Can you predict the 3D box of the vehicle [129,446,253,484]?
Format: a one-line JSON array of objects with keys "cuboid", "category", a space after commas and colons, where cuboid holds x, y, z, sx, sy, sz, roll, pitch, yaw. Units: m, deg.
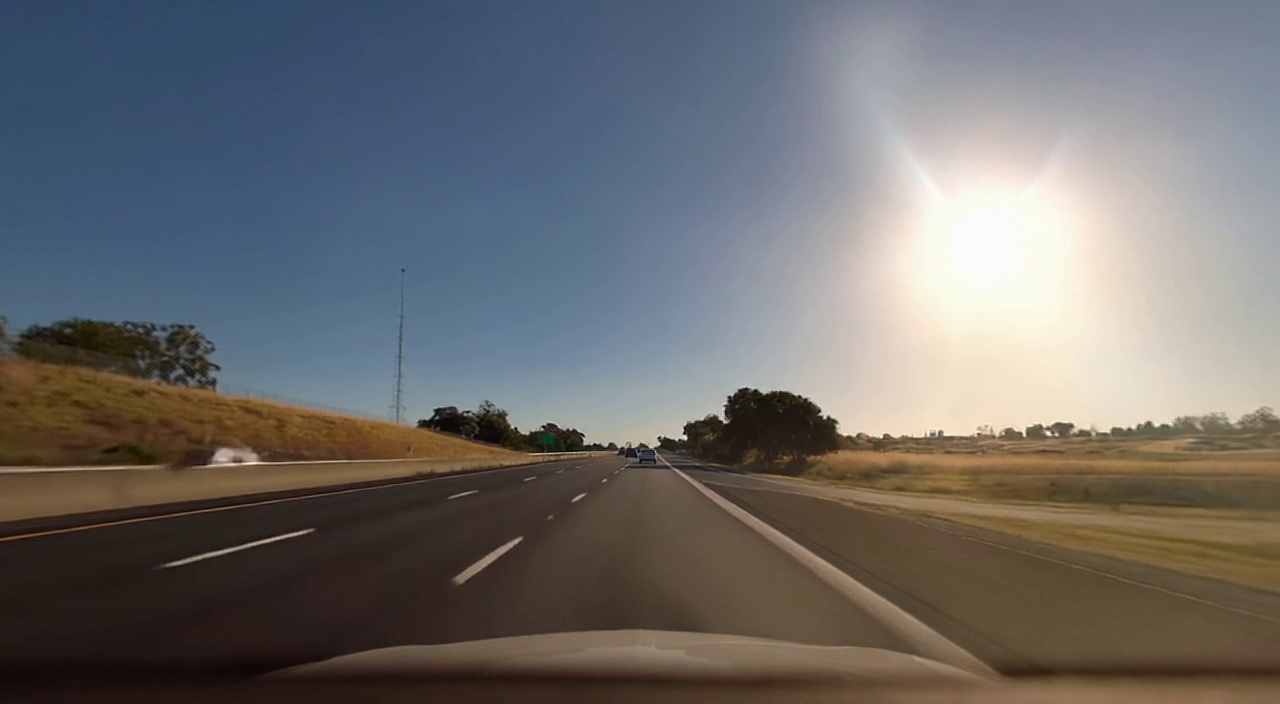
[{"cuboid": [-19.925, 5.008, 28.303, 2.124, 1.553, 4.552, 0, -9, 1], "category": "vehicle"}]
